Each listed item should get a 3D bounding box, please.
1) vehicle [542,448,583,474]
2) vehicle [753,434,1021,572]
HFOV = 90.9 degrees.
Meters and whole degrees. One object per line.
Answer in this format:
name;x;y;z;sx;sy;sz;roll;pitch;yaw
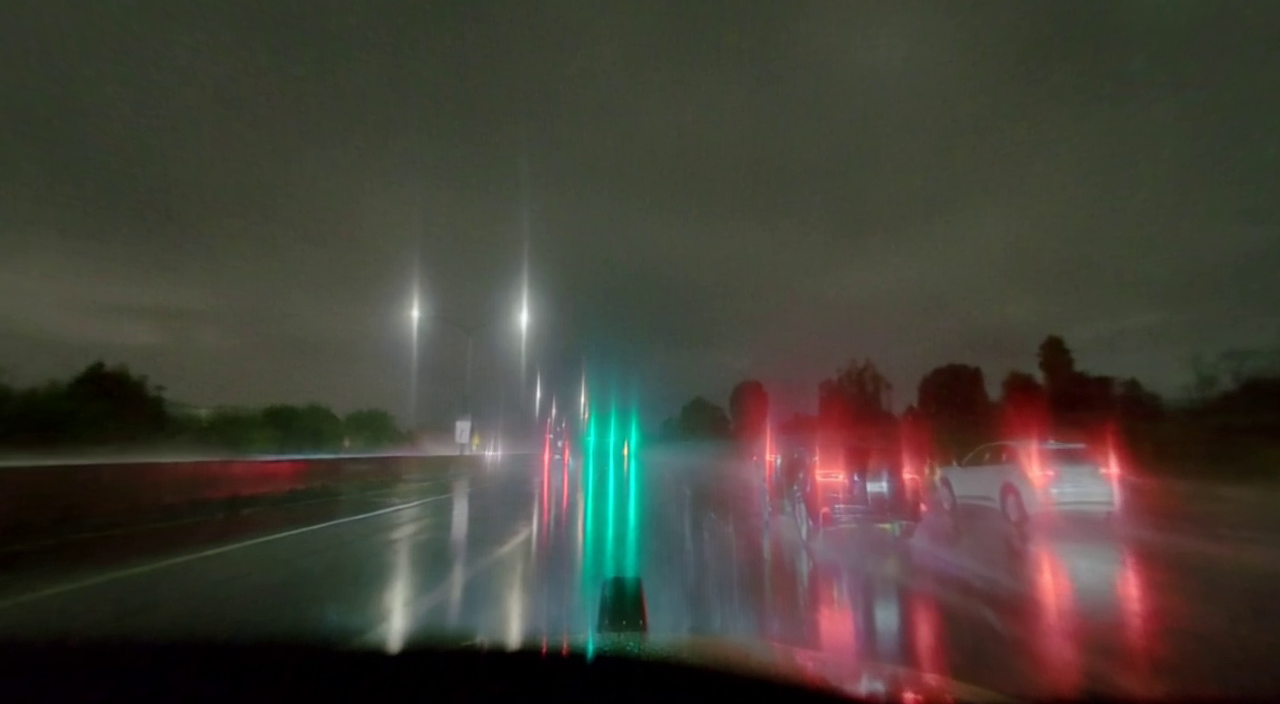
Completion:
vehicle;-4.689;6.663;38.696;2.014;1.481;4.156;0;-8;-1
vehicle;3.152;2.018;9.372;2.030;1.490;4.737;0;-8;0
